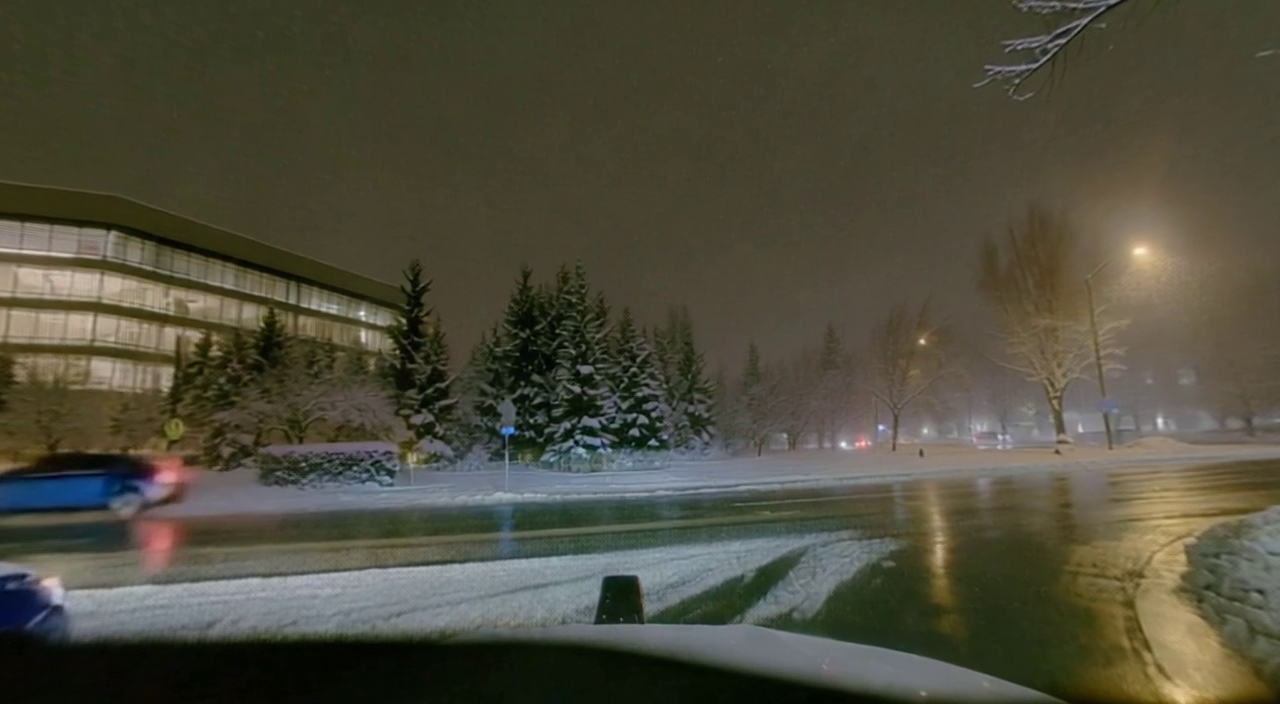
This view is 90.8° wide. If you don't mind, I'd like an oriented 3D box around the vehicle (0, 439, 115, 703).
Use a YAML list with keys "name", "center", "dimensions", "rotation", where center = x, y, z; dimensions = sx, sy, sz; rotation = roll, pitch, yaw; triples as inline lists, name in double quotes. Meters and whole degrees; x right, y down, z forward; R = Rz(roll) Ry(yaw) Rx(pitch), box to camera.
- name: "vehicle"
  center: [-3.402, 0.808, 0.814]
  dimensions: [2.069, 1.413, 5.006]
  rotation: [2, -9, -13]
